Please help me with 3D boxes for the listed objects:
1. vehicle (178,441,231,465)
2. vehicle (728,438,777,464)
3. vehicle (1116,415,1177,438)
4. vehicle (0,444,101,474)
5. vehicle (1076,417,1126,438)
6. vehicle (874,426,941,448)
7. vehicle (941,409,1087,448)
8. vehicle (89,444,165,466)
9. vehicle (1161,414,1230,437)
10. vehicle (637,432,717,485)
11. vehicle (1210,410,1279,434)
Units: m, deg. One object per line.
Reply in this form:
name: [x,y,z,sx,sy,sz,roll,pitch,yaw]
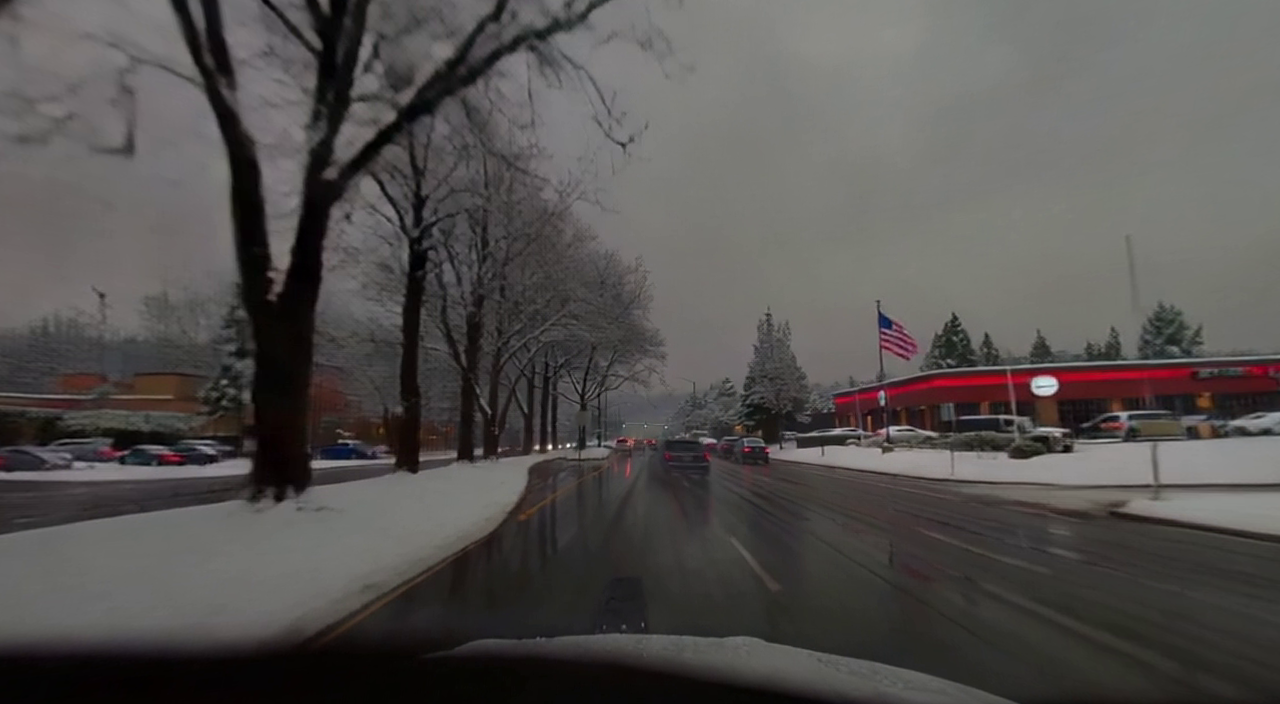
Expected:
vehicle: [-32.300,7.426,46.686,5.148,1.674,2.163,-8,-11,44]
vehicle: [6.761,5.979,38.324,2.016,1.479,4.532,0,-8,-1]
vehicle: [35.582,5.288,44.395,1.847,1.424,4.455,-3,-9,19]
vehicle: [-33.623,6.025,35.653,4.214,1.609,2.092,0,-8,-2]
vehicle: [33.164,5.475,45.420,1.798,1.409,3.938,-3,-9,20]
vehicle: [19.798,6.307,46.801,4.059,1.563,1.995,1,-8,-2]
vehicle: [19.517,4.051,33.123,6.173,1.962,2.208,0,-9,0]
vehicle: [-37.240,7.478,45.865,1.734,1.425,4.447,0,-7,1]
vehicle: [38.197,5.094,43.441,1.864,1.432,4.186,-3,-9,16]
vehicle: [1.019,3.356,20.152,2.091,1.472,4.697,0,-8,-2]
vehicle: [40.859,4.732,42.417,1.920,1.478,4.241,-2,-9,16]
